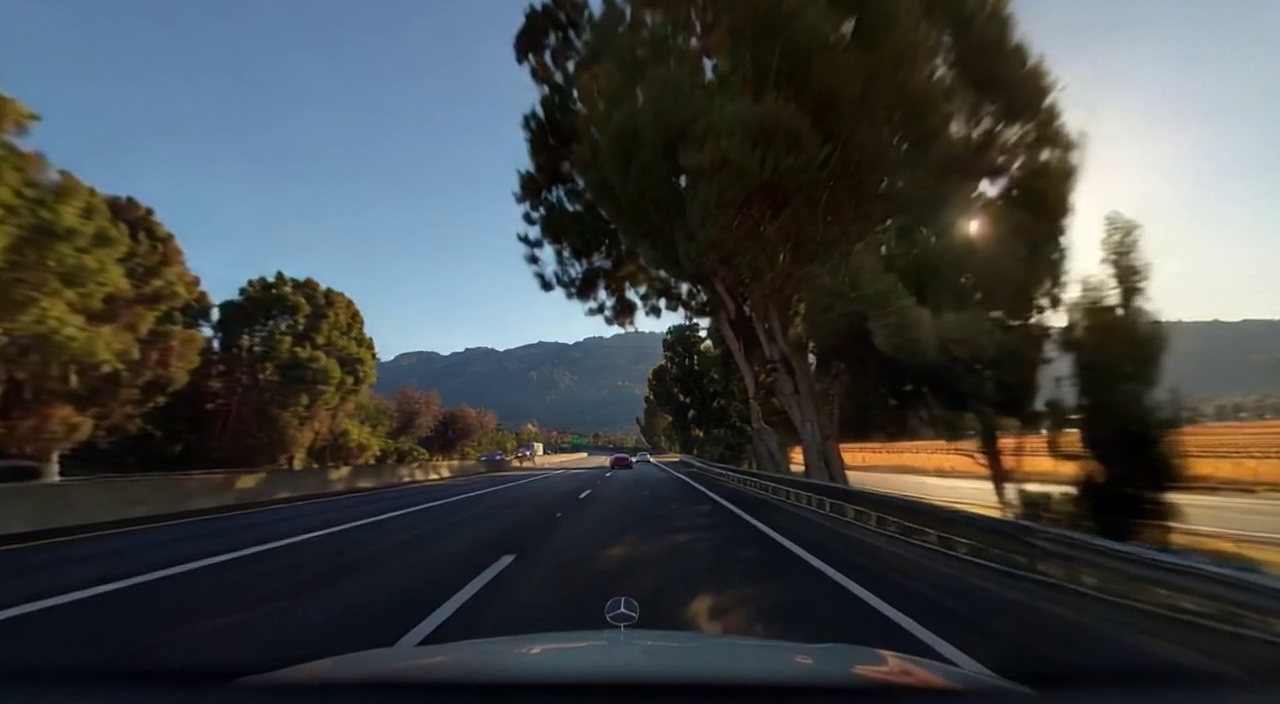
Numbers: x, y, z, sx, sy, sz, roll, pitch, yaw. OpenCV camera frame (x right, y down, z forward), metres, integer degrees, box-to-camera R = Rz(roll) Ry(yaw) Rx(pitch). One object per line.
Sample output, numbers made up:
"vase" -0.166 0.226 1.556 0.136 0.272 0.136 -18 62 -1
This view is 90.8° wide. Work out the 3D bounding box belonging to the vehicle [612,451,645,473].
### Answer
"vehicle" -0.767 7.739 44.628 2.170 1.451 4.584 0 -9 0
